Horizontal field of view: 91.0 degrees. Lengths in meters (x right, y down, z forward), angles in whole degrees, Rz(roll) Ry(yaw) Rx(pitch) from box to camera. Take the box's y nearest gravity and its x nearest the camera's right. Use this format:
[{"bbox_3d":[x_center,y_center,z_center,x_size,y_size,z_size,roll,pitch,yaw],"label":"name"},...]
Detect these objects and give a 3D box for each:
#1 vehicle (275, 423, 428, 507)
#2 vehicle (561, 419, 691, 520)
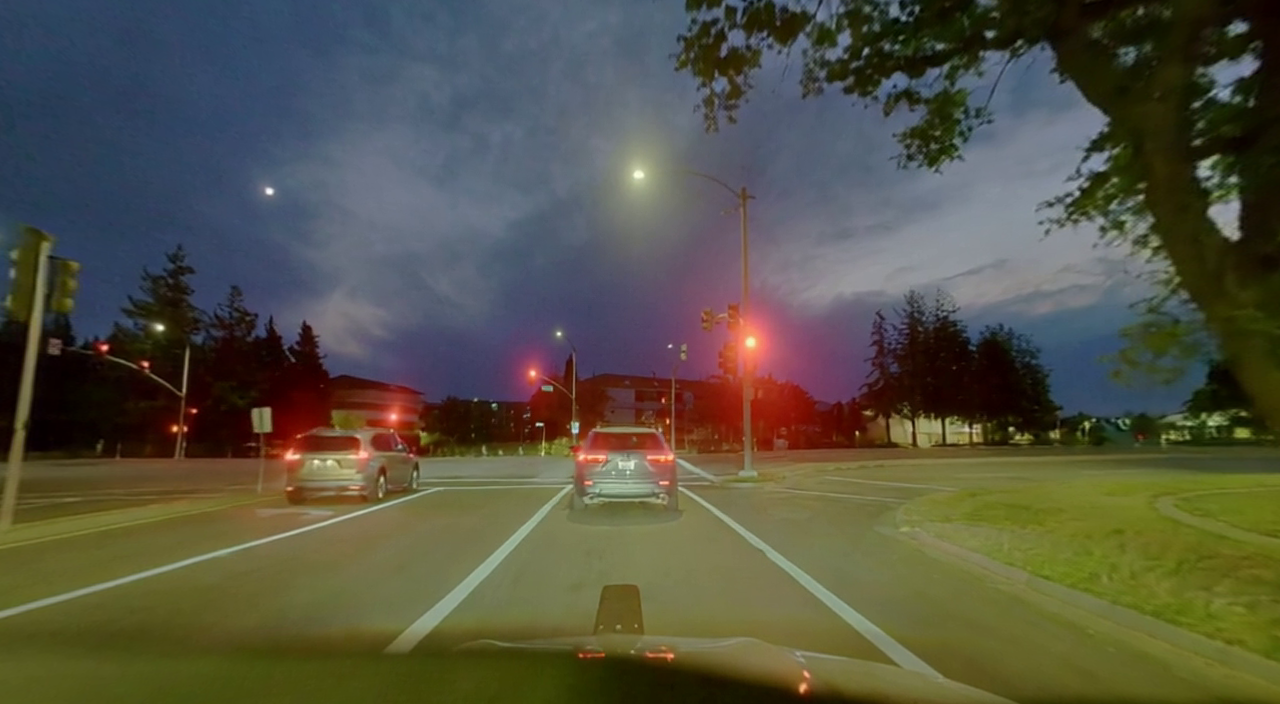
[{"bbox_3d":[-6.664,2.650,15.135,2.020,1.695,4.187,1,-9,-6],"label":"vehicle"},{"bbox_3d":[-0.388,2.272,12.632,2.154,1.670,4.140,1,-9,-4],"label":"vehicle"}]
